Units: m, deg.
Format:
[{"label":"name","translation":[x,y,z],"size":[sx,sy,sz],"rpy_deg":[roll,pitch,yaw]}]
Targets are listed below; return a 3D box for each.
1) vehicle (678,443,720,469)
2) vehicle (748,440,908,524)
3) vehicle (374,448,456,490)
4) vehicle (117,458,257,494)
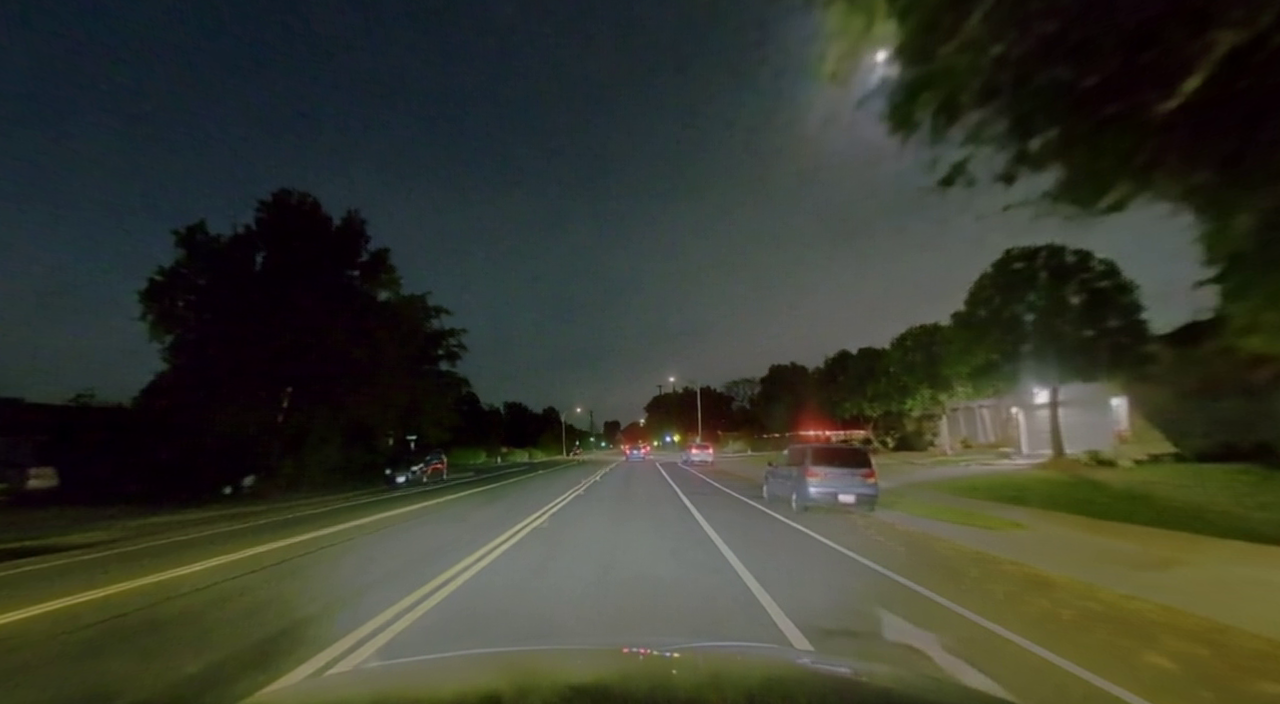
[{"label":"vehicle","translation":[3.992,7.109,43.447],"size":[2.124,1.524,4.698],"rpy_deg":[4,-9,-2]},{"label":"vehicle","translation":[3.817,2.708,13.807],"size":[2.014,1.498,4.484],"rpy_deg":[0,-8,-2]},{"label":"vehicle","translation":[-11.280,5.854,32.120],"size":[2.086,1.711,5.661],"rpy_deg":[-5,-8,0]},{"label":"vehicle","translation":[-18.671,5.105,26.186],"size":[4.326,1.355,1.812],"rpy_deg":[1,-9,-3]}]
